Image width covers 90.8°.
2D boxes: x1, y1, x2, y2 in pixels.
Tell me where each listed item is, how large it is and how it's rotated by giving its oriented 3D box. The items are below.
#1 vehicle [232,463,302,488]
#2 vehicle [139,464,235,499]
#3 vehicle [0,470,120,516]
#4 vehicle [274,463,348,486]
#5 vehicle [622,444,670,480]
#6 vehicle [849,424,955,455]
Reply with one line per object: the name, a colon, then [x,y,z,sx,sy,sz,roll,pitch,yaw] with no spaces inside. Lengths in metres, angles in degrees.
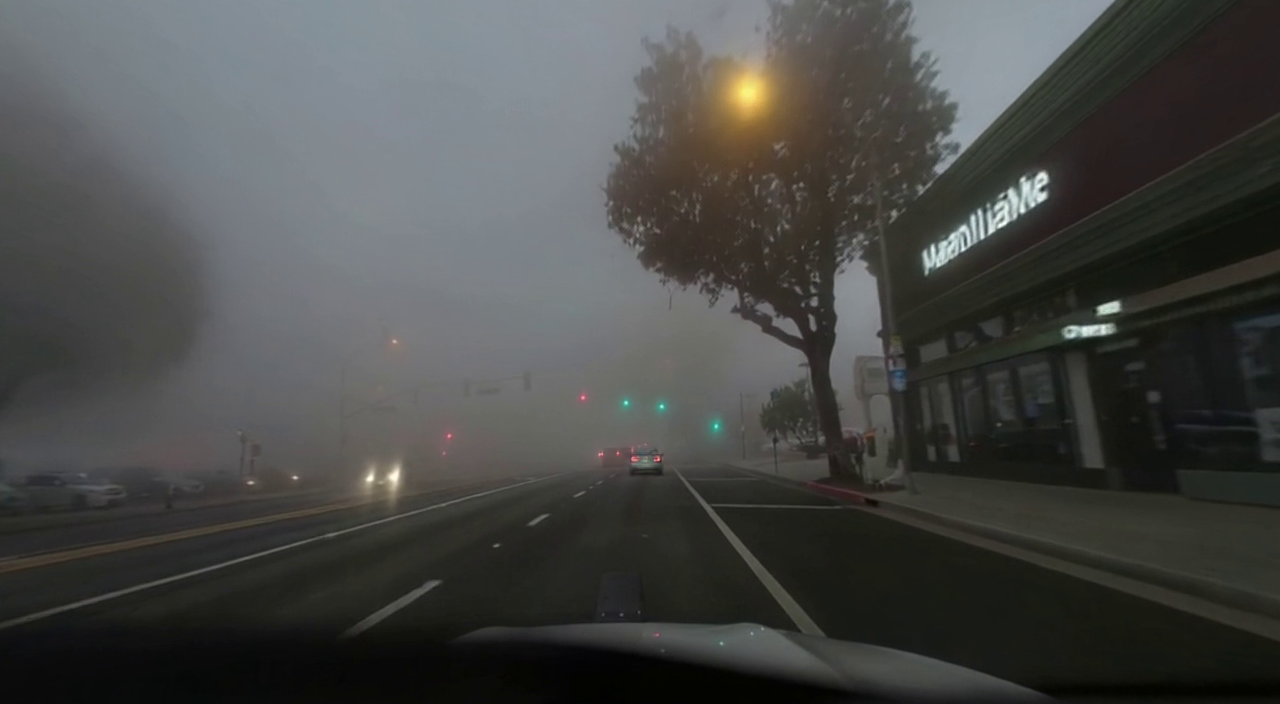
vehicle: [-25.845,8.557,43.851,3.790,1.515,1.704,8,-12,-43]
vehicle: [-25.660,7.326,35.984,4.256,1.697,1.817,5,-10,-32]
vehicle: [-24.876,5.907,26.627,4.310,1.663,1.881,6,-10,-35]
vehicle: [-25.153,9.346,48.381,2.007,1.466,4.543,-8,-12,42]
vehicle: [0.287,4.834,28.076,1.977,1.451,4.032,-1,-9,1]
vehicle: [13.284,4.463,32.226,4.466,1.553,2.060,0,-8,-1]
